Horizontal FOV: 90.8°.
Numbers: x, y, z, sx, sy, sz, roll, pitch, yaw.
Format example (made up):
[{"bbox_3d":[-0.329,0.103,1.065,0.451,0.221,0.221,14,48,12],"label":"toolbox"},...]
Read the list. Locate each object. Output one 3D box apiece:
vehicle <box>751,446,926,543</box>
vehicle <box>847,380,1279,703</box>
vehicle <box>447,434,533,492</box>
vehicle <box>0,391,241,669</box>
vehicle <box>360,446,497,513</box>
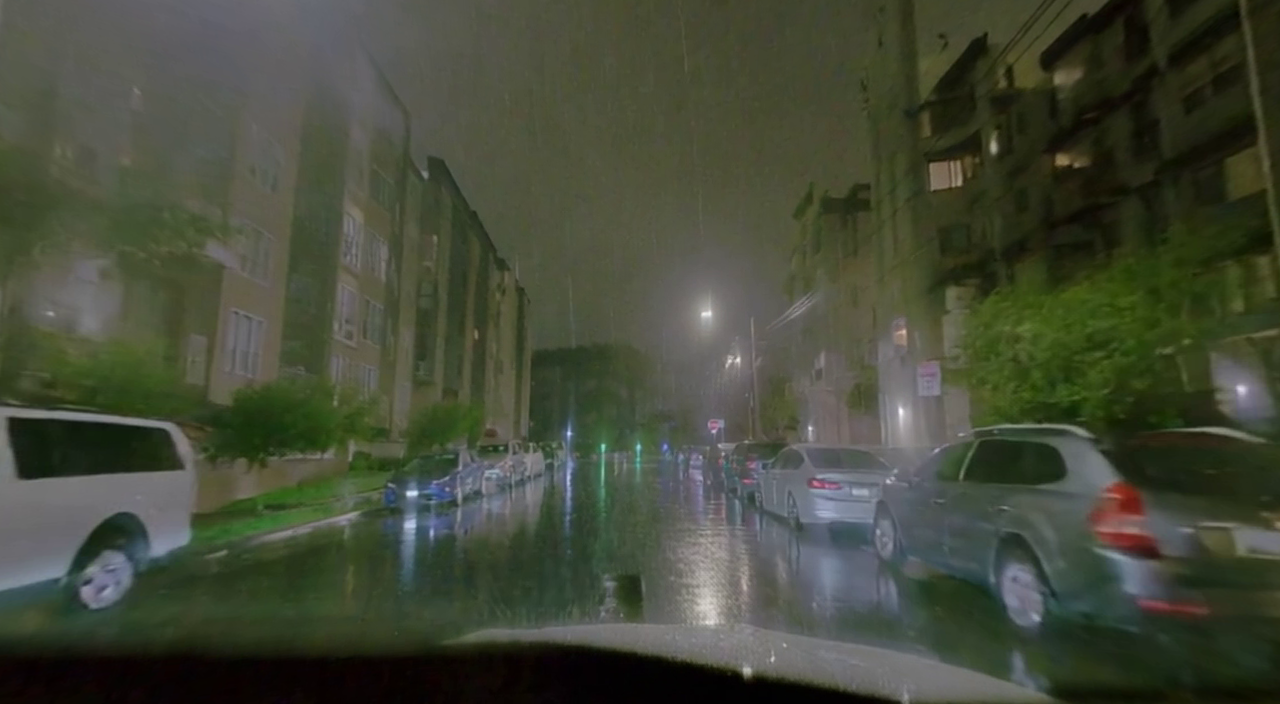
[{"bbox_3d":[3.340,2.437,11.563,1.835,1.420,4.186,0,-8,0],"label":"vehicle"},{"bbox_3d":[3.645,1.346,5.559,2.063,1.729,4.538,0,-8,0],"label":"vehicle"},{"bbox_3d":[-5.544,4.137,23.976,2.216,1.953,4.553,0,-8,-1],"label":"vehicle"},{"bbox_3d":[-5.419,1.178,4.099,2.244,1.849,5.306,0,-8,-1],"label":"vehicle"},{"bbox_3d":[-5.443,3.315,17.069,2.119,1.500,4.953,0,-8,-2],"label":"vehicle"}]
